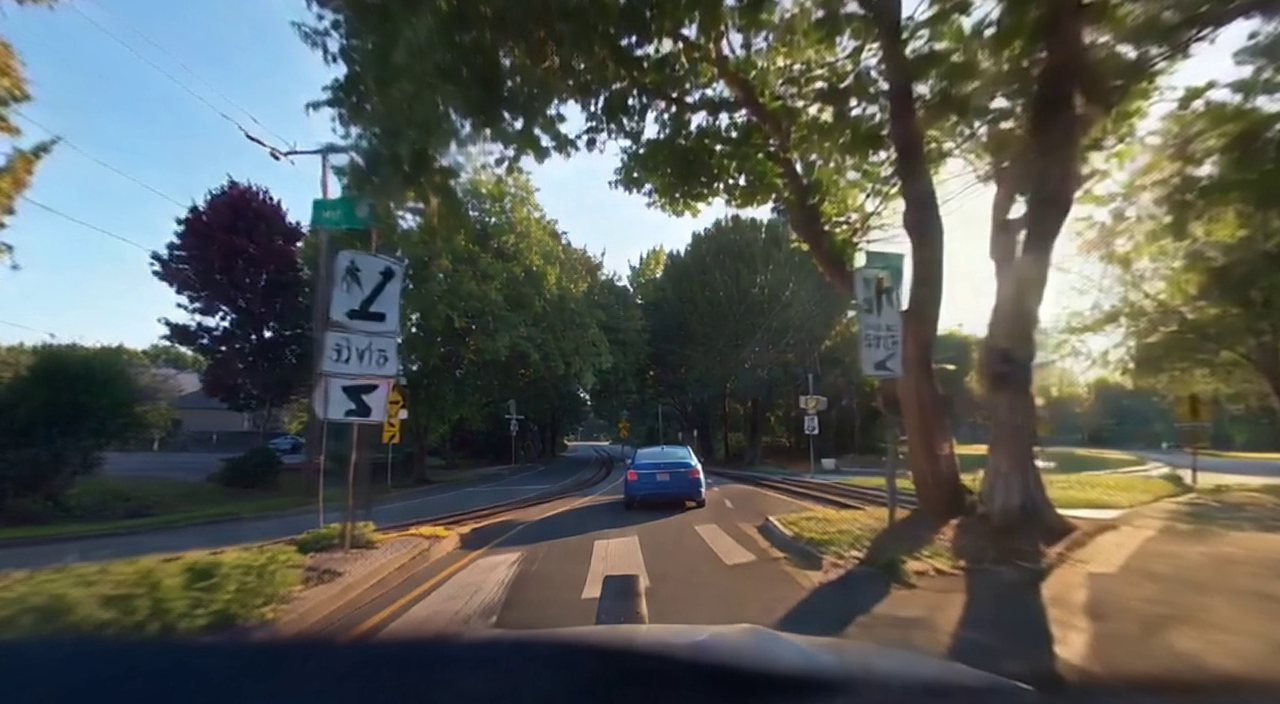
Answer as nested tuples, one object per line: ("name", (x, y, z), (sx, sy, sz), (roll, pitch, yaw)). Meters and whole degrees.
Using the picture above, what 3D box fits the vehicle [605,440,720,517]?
("vehicle", (0.549, 2.837, 14.782), (2.295, 1.510, 4.364), (0, -8, 3))
